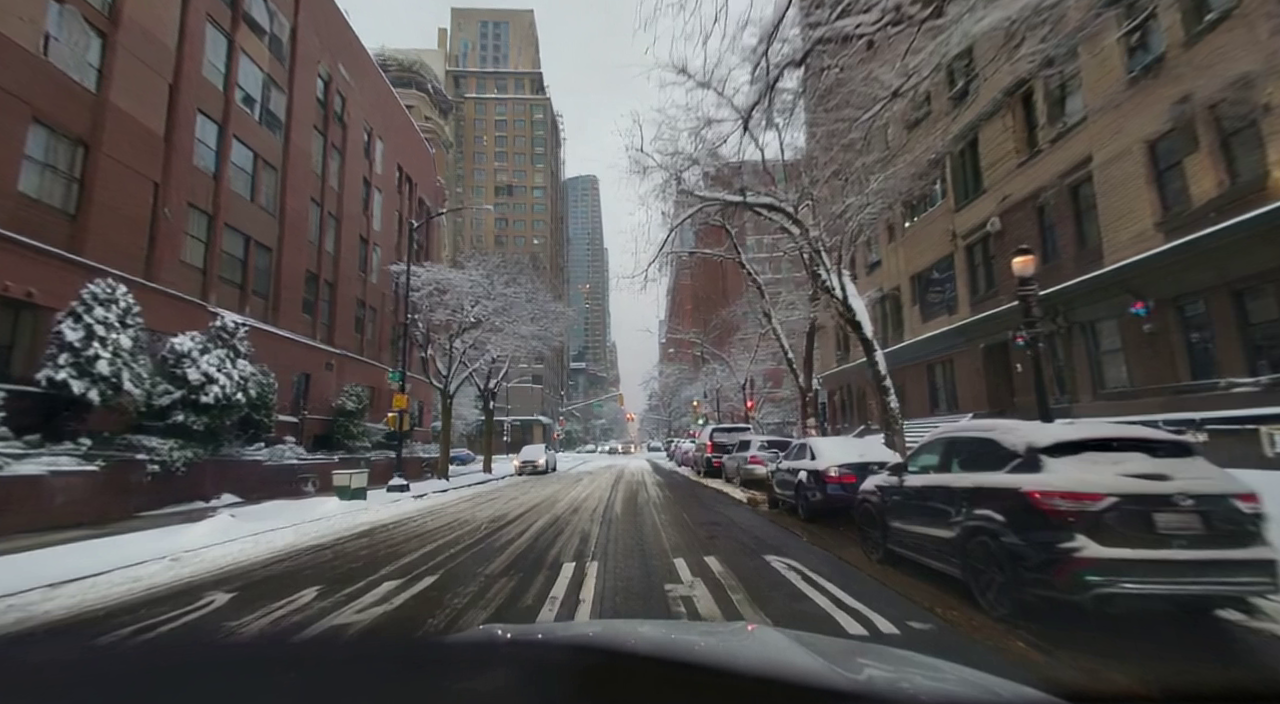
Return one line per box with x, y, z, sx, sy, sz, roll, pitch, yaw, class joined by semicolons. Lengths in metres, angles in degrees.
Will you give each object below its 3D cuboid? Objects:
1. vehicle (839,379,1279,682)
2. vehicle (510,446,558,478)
3.525;1.297;5.743;1.996;1.642;4.472;0;-8;0;vehicle
-6.385;6.657;38.541;2.013;1.772;4.439;-1;-8;2;vehicle
